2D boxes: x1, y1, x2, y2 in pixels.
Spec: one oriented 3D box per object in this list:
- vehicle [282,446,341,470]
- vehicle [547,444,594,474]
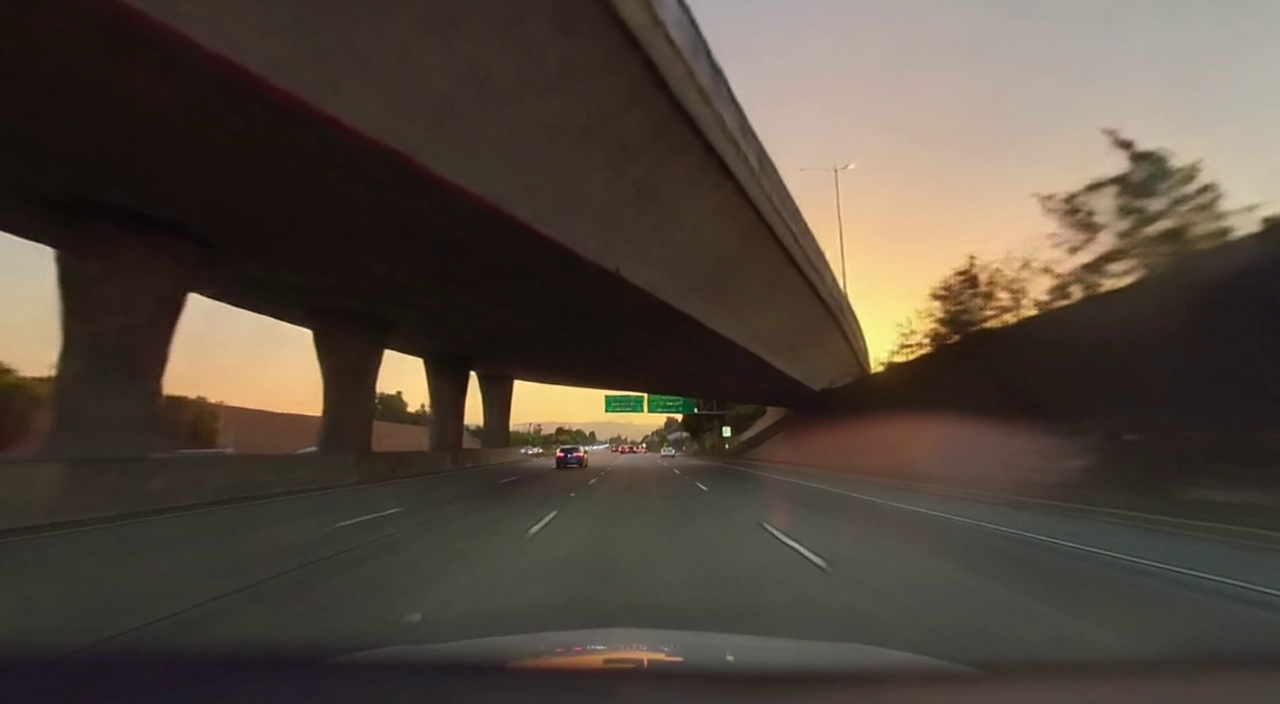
[{"bbox_3d":[-22.906,7.380,44.230,1.899,1.536,4.686,0,-8,-4],"label":"vehicle"},{"bbox_3d":[-3.691,5.742,34.170,2.037,1.514,4.335,0,-8,0],"label":"vehicle"}]
